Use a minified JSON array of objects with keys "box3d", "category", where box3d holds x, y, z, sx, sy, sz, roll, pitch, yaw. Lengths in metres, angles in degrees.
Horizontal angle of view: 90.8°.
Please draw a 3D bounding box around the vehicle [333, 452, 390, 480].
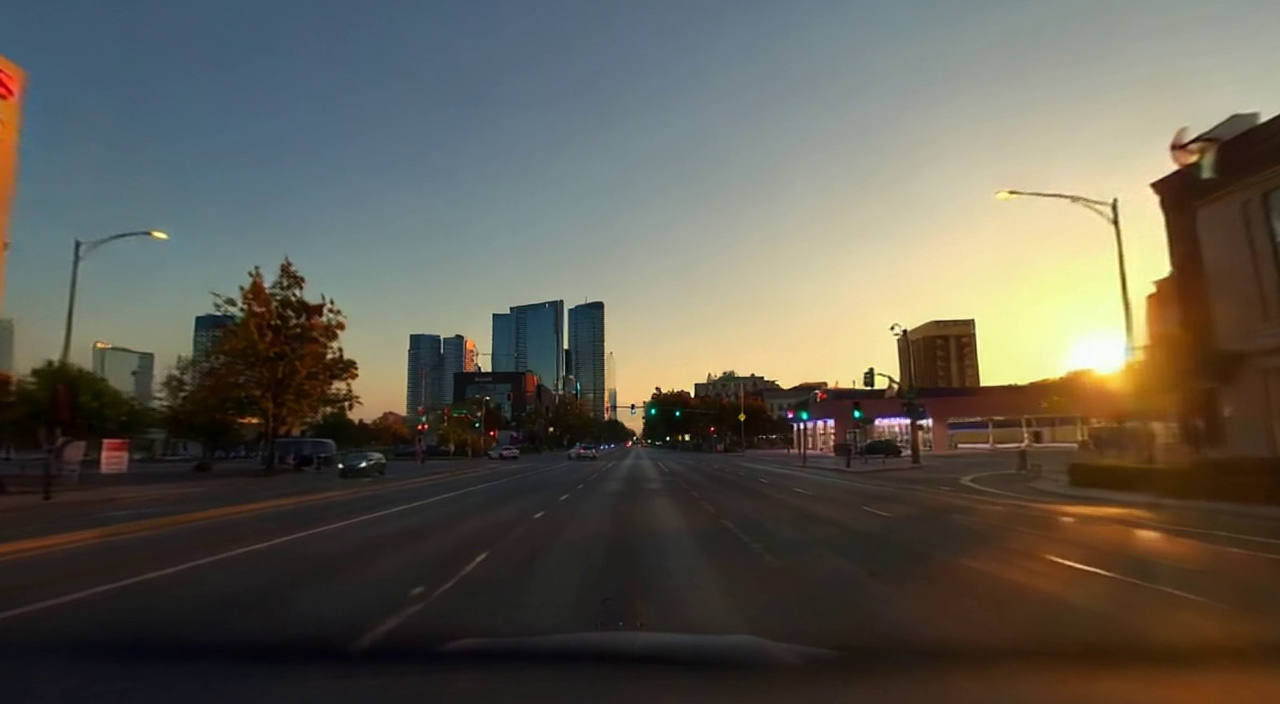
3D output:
[{"box3d":[-16.204,6.619,37.048,1.930,1.473,4.480,1,-8,-9],"category":"vehicle"}]
